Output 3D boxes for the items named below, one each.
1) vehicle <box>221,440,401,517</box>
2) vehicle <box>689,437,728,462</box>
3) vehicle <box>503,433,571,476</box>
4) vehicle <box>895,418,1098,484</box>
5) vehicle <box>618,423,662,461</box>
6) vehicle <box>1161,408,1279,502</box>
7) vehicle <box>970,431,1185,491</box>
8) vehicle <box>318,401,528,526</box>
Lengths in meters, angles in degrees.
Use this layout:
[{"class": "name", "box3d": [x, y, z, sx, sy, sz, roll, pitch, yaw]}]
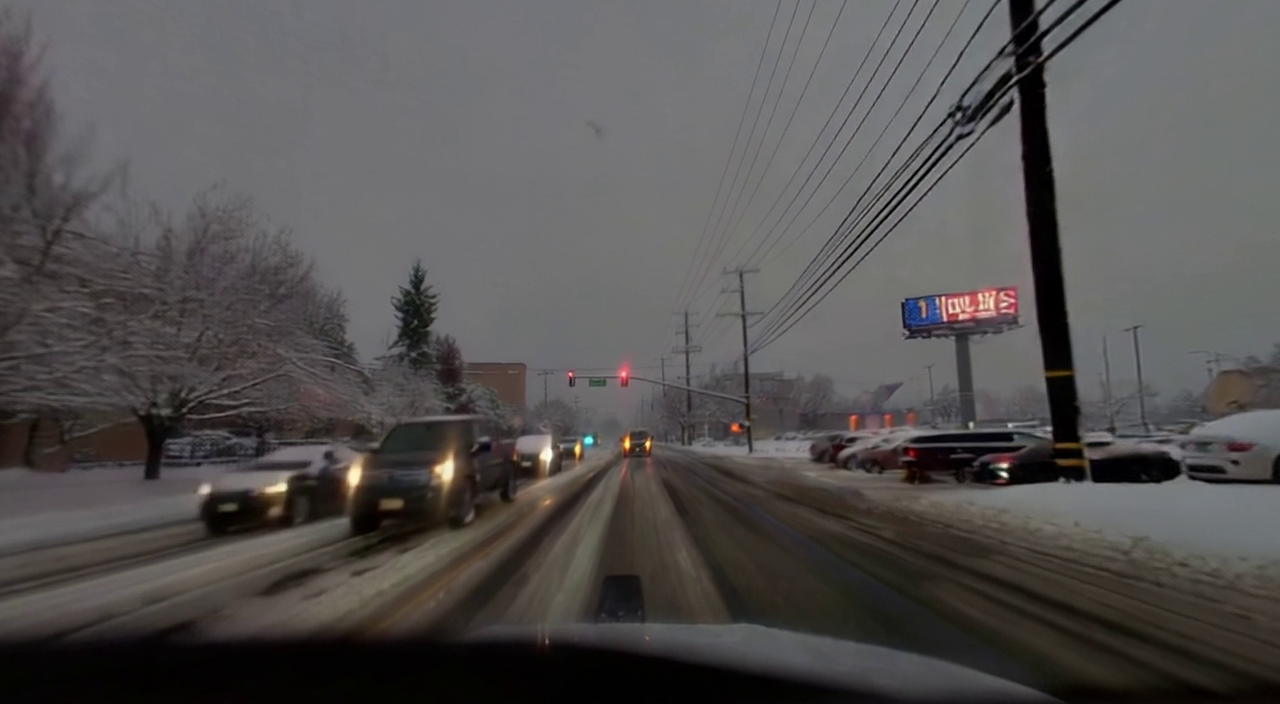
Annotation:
[{"class": "vehicle", "box3d": [-7.392, 2.846, 14.823, 1.869, 1.504, 4.430, 0, -8, -1]}, {"class": "vehicle", "box3d": [4.328, 6.247, 40.547, 1.926, 1.482, 4.442, 0, -8, 0]}, {"class": "vehicle", "box3d": [-4.127, 4.200, 26.158, 2.033, 1.572, 4.939, 0, -8, 0]}, {"class": "vehicle", "box3d": [10.809, 3.026, 19.473, 4.937, 1.827, 2.042, -1, -8, 0]}, {"class": "vehicle", "box3d": [0.019, 6.019, 42.154, 2.683, 2.295, 6.404, 0, -8, 1]}, {"class": "vehicle", "box3d": [15.008, 2.213, 13.846, 5.307, 1.877, 2.052, 0, -8, -1]}, {"class": "vehicle", "box3d": [11.424, 2.873, 16.762, 4.238, 1.464, 1.862, -1, -8, 2]}, {"class": "vehicle", "box3d": [-3.832, 2.119, 12.568, 2.277, 1.904, 5.583, 0, -8, -1]}]
